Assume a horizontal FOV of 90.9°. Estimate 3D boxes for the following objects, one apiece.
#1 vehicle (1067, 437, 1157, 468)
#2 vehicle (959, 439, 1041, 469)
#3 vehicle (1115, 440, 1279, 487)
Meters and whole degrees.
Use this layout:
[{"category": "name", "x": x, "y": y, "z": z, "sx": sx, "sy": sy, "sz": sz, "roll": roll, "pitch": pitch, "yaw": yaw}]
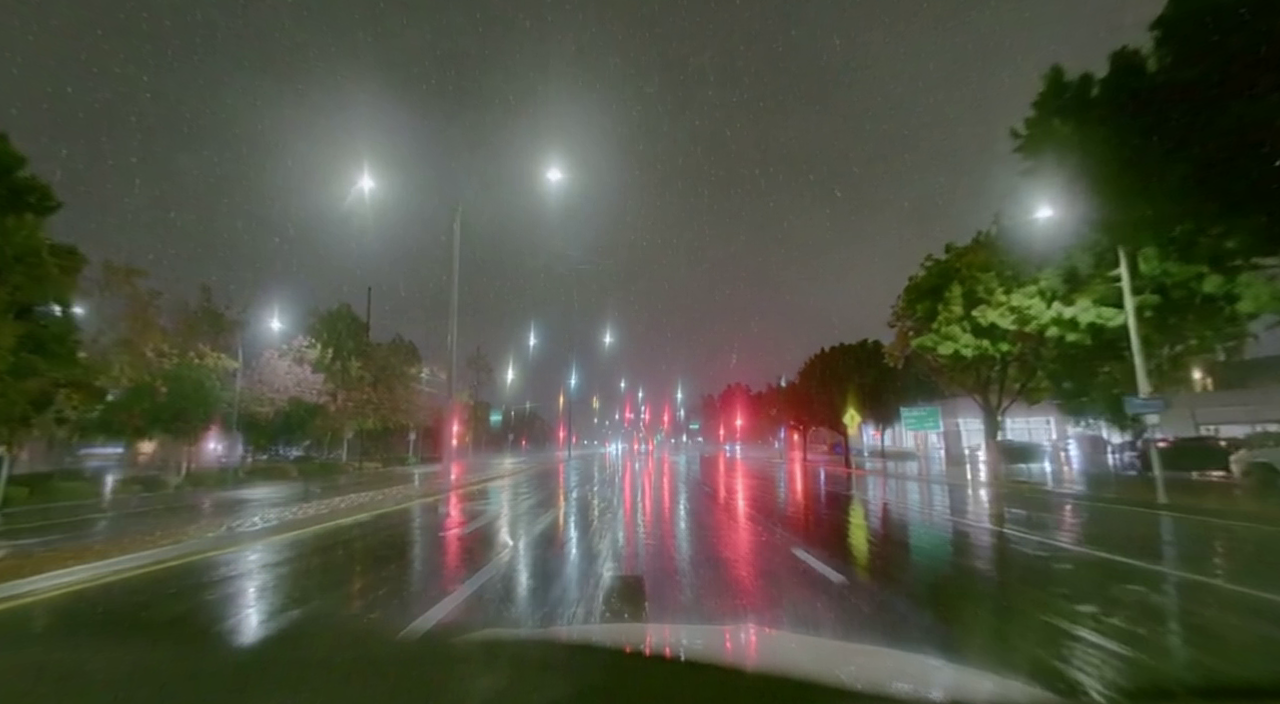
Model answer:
[{"category": "vehicle", "x": 24.900, "y": 5.317, "z": 33.417, "sx": 1.736, "sy": 1.516, "sz": 4.047, "roll": 0, "pitch": -8, "yaw": 3}, {"category": "vehicle", "x": 19.261, "y": 5.474, "z": 33.977, "sx": 1.842, "sy": 1.495, "sz": 4.474, "roll": 0, "pitch": -8, "yaw": 1}, {"category": "vehicle", "x": 18.876, "y": 3.699, "z": 21.157, "sx": 4.348, "sy": 1.448, "sz": 1.976, "roll": -5, "pitch": -10, "yaw": 30}]
